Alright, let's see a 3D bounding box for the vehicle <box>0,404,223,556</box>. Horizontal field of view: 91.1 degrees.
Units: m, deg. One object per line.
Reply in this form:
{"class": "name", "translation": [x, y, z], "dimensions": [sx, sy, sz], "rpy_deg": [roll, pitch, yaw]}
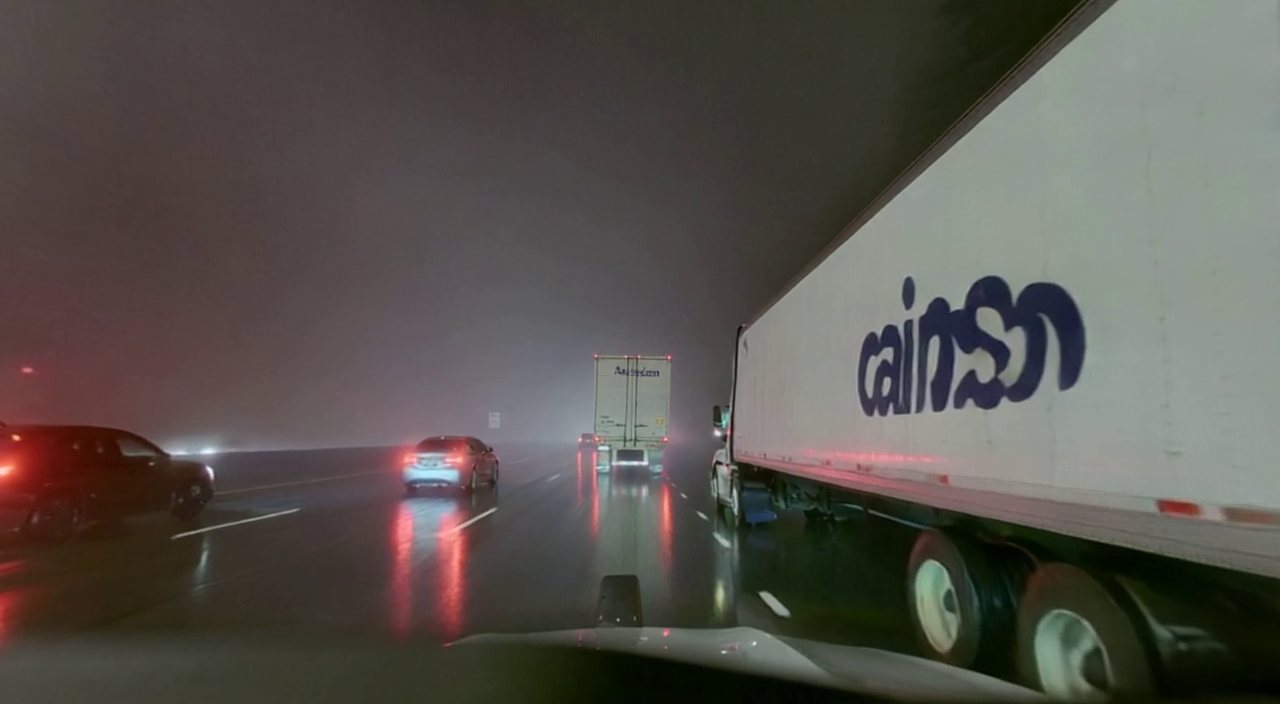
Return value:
{"class": "vehicle", "translation": [-8.063, 1.637, 8.547], "dimensions": [1.990, 1.654, 4.129], "rpy_deg": [0, -8, -1]}

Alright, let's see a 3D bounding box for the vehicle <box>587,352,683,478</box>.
{"class": "vehicle", "translation": [-0.219, 2.771, 26.011], "dimensions": [3.118, 4.106, 10.719], "rpy_deg": [0, -8, -1]}

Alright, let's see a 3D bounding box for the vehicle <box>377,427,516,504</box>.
{"class": "vehicle", "translation": [-4.176, 2.482, 14.274], "dimensions": [1.933, 1.492, 3.838], "rpy_deg": [0, -8, 0]}
